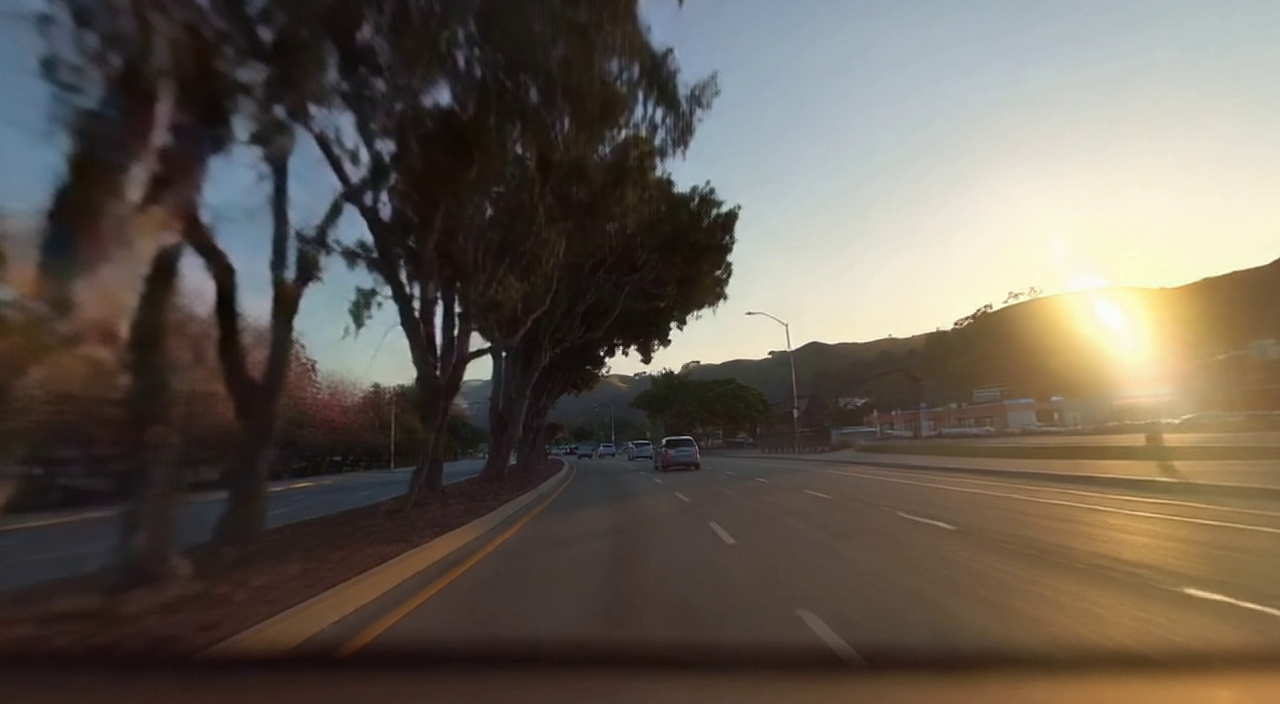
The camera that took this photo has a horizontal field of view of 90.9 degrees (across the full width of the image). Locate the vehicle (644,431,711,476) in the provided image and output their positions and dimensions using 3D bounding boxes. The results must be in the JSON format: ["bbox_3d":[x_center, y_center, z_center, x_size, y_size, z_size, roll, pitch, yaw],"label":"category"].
[{"bbox_3d":[1.516,4.400,27.483,2.253,1.756,4.313,1,-8,-5],"label":"vehicle"}]
